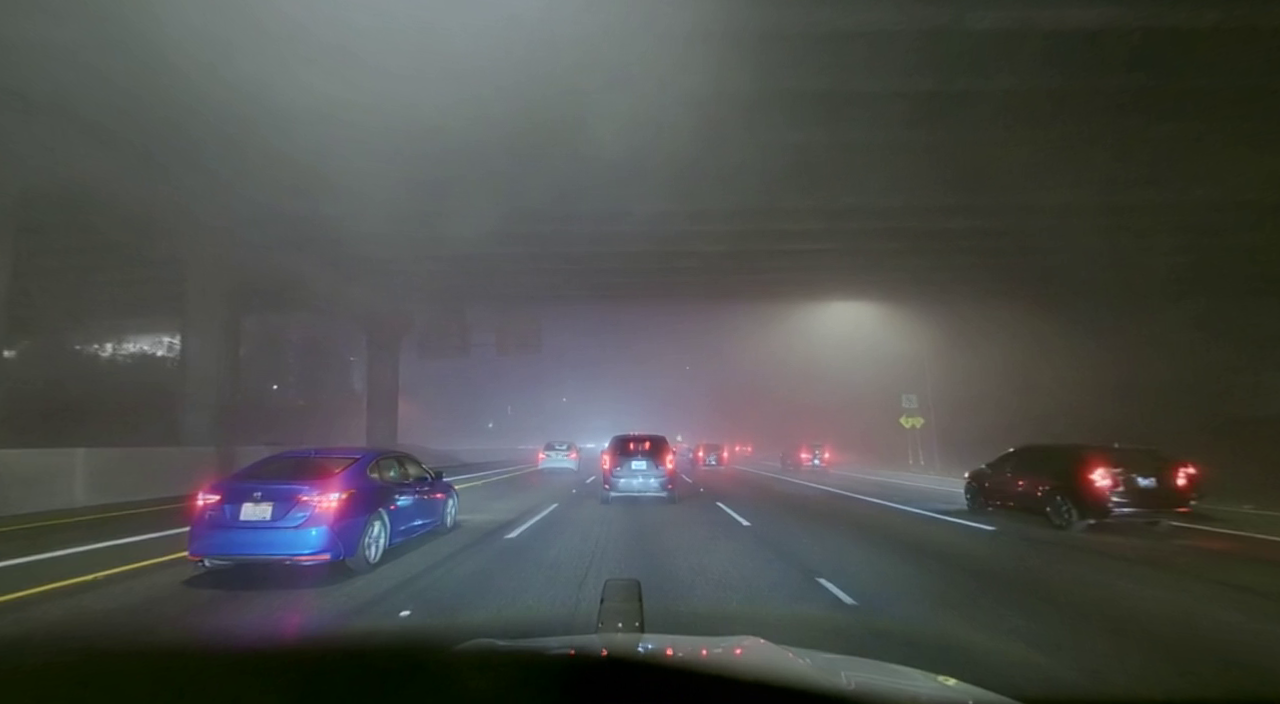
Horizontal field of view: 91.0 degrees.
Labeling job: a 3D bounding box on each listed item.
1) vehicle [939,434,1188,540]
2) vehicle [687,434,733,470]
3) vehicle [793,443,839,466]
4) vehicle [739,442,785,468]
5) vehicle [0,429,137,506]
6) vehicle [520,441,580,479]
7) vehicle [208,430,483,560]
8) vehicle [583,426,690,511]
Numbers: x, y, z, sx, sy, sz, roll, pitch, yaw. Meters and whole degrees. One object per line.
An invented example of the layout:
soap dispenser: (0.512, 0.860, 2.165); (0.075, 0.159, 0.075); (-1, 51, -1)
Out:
vehicle: (7.144, 2.273, 11.180); (1.880, 1.526, 3.641); (0, -9, 1)
vehicle: (3.819, 5.568, 35.179); (2.069, 1.876, 4.447); (0, -9, 0)
vehicle: (11.796, 6.880, 42.498); (1.868, 1.468, 4.168); (0, -9, 0)
vehicle: (7.646, 6.495, 39.874); (1.963, 1.482, 4.436); (0, -9, 0)
vehicle: (-18.206, 3.315, 18.388); (2.230, 2.019, 5.743); (0, -9, 0)
vehicle: (-3.883, 4.732, 27.931); (1.947, 1.516, 4.295); (0, -9, 1)
vehicle: (-3.998, 2.007, 9.599); (1.974, 1.478, 4.412); (0, -9, 1)
vehicle: (-0.048, 2.684, 14.929); (2.181, 1.697, 4.021); (0, -9, 0)
